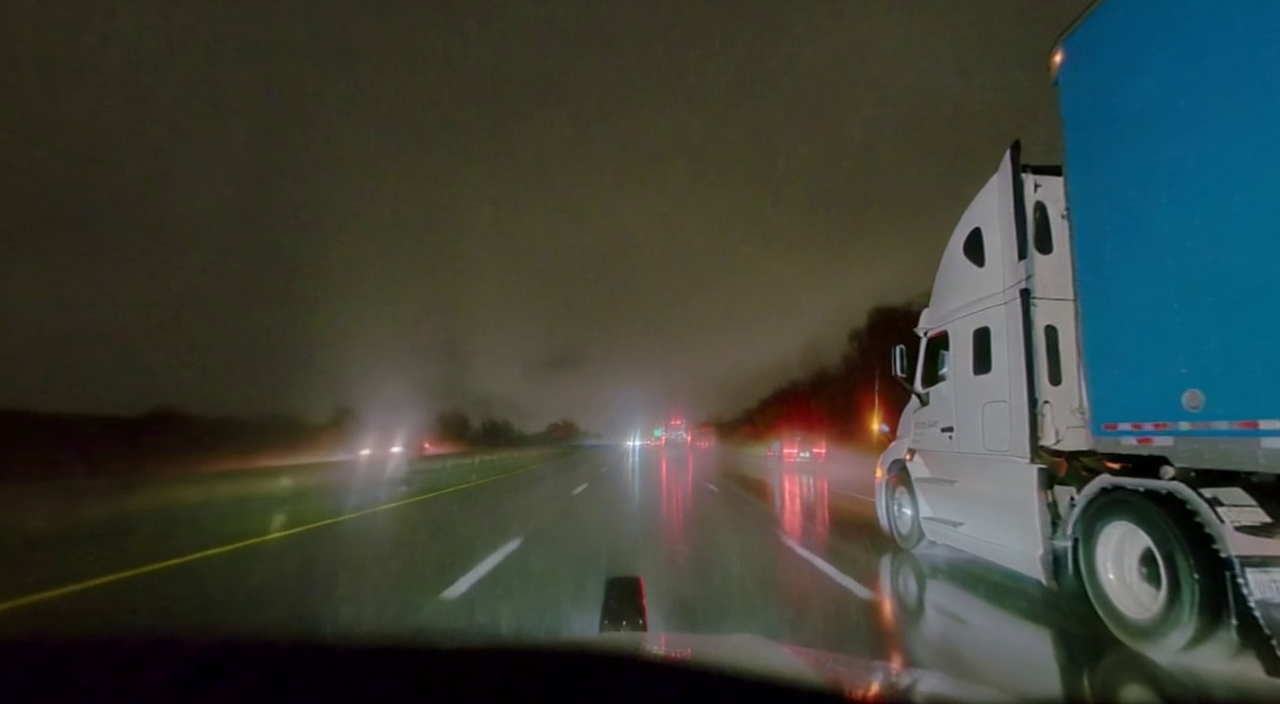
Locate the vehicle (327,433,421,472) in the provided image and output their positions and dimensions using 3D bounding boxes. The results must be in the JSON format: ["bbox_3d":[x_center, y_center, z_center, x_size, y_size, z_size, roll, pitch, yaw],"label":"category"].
[{"bbox_3d":[-14.113,5.390,34.030,2.495,1.889,5.742,0,-8,1],"label":"vehicle"}]

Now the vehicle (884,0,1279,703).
[{"bbox_3d":[4.031,-0.440,1.692,3.012,3.768,8.945,0,-8,-1],"label":"vehicle"}]
